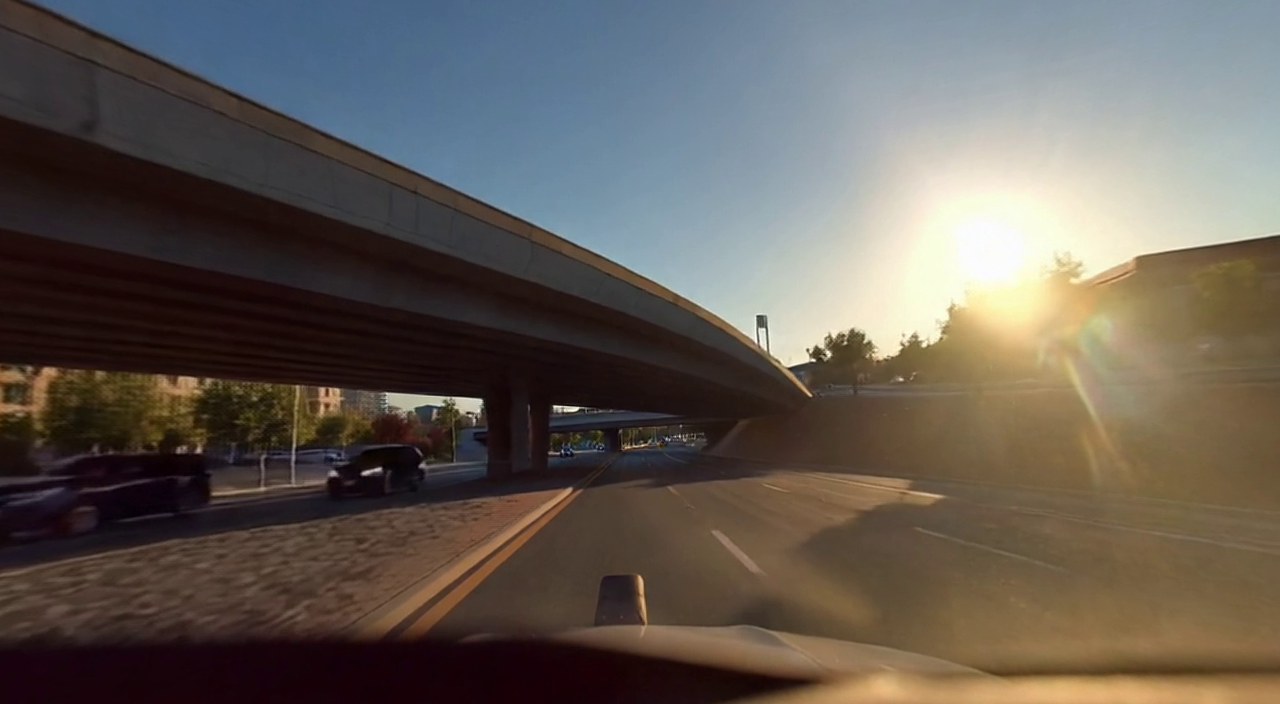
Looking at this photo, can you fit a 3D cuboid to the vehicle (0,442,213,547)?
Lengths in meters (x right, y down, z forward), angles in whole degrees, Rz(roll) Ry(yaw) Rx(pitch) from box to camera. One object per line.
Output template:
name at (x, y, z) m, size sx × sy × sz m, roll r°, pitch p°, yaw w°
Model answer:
vehicle at (-11.708, 2.831, 13.278) m, size 2.123 × 1.769 × 4.886 m, roll -1°, pitch -9°, yaw -1°

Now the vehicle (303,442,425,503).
vehicle at (-8.581, 3.777, 20.164) m, size 2.017 × 1.666 × 4.293 m, roll -1°, pitch -9°, yaw -1°
